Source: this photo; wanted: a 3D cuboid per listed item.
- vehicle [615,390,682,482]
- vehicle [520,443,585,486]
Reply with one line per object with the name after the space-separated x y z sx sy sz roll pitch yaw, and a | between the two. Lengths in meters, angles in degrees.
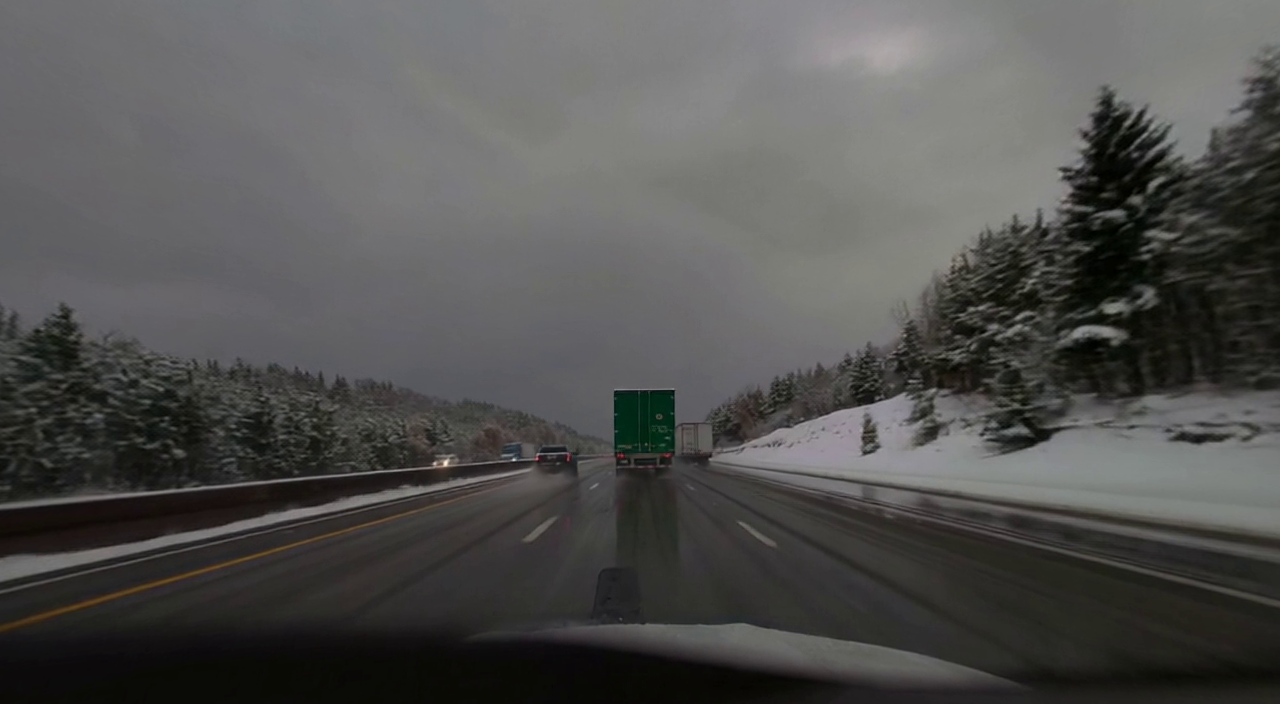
0.296 4.554 33.372 2.932 4.042 11.054 0 -9 -1 | vehicle
-3.598 4.737 26.896 2.173 1.657 4.401 0 -9 -1 | vehicle
